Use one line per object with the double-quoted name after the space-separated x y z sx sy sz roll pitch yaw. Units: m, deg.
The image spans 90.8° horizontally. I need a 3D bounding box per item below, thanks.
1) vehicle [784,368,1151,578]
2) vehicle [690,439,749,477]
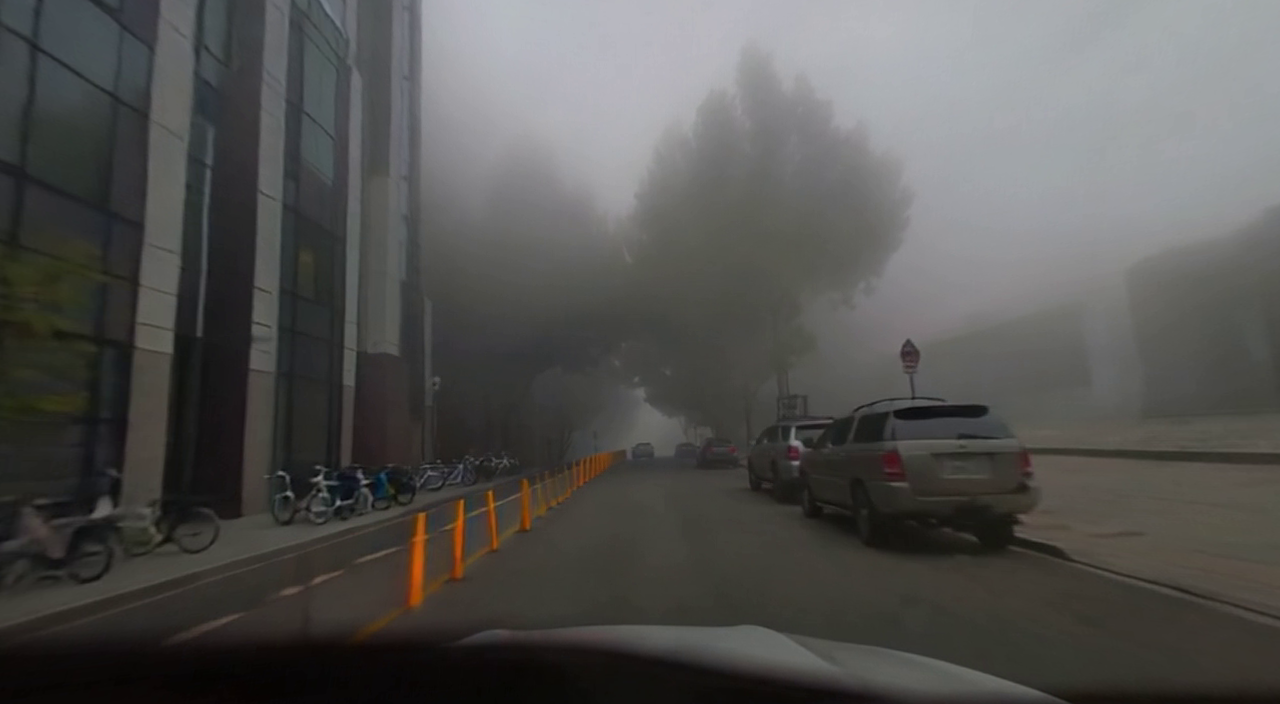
3.498 1.442 8.175 2.127 1.864 4.892 -1 -8 1 "vehicle"
3.360 4.558 27.544 1.963 1.445 4.948 -1 -8 1 "vehicle"
